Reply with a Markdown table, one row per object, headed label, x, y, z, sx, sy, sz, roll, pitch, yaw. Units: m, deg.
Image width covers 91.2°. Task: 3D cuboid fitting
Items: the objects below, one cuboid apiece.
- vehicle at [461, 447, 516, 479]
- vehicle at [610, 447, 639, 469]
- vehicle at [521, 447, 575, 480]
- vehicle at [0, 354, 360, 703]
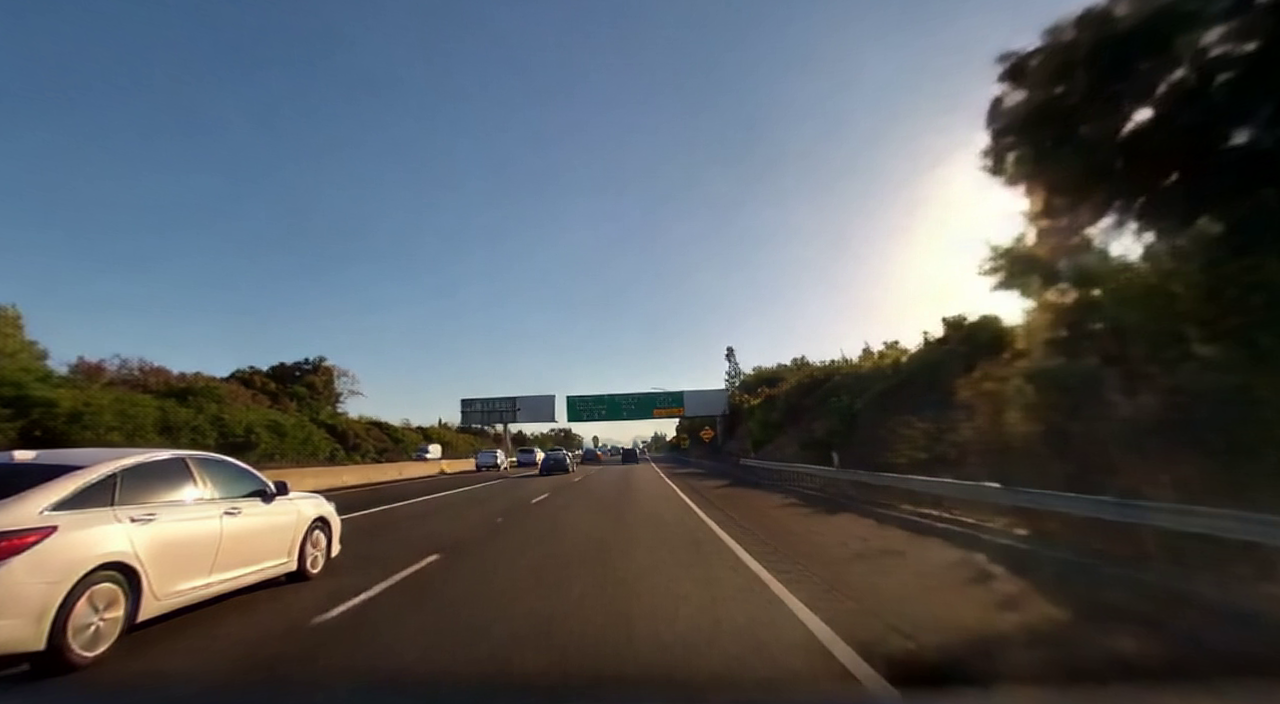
| label | x | y | z | sx | sy | sz | roll | pitch | yaw |
| --- | --- | --- | --- | --- | --- | --- | --- | --- | --- |
| vehicle | -7.859 | 5.760 | 32.791 | 1.936 | 1.516 | 3.904 | 0 | -9 | 0 |
| vehicle | -1.076 | 7.656 | 45.382 | 2.023 | 1.479 | 3.718 | 0 | -9 | -1 |
| vehicle | -4.338 | 5.303 | 30.023 | 1.988 | 1.477 | 4.118 | 0 | -9 | -1 |
| vehicle | -4.038 | 1.138 | 4.341 | 2.074 | 1.779 | 4.588 | 0 | -9 | -1 |
